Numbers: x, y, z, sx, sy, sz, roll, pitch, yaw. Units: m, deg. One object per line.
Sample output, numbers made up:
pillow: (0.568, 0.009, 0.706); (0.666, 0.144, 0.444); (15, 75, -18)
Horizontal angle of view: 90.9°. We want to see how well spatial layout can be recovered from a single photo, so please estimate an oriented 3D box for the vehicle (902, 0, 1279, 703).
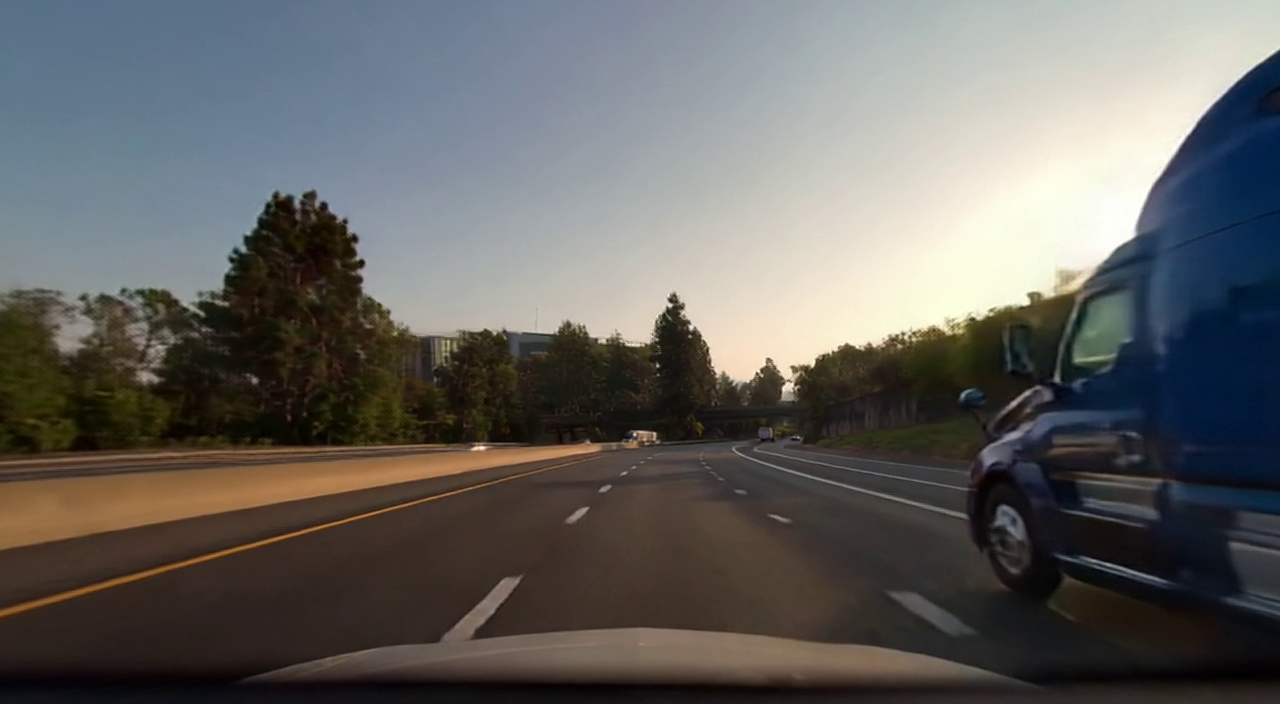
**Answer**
vehicle: (4.493, -0.245, 2.731); (2.997, 3.915, 8.330); (0, -8, 0)
